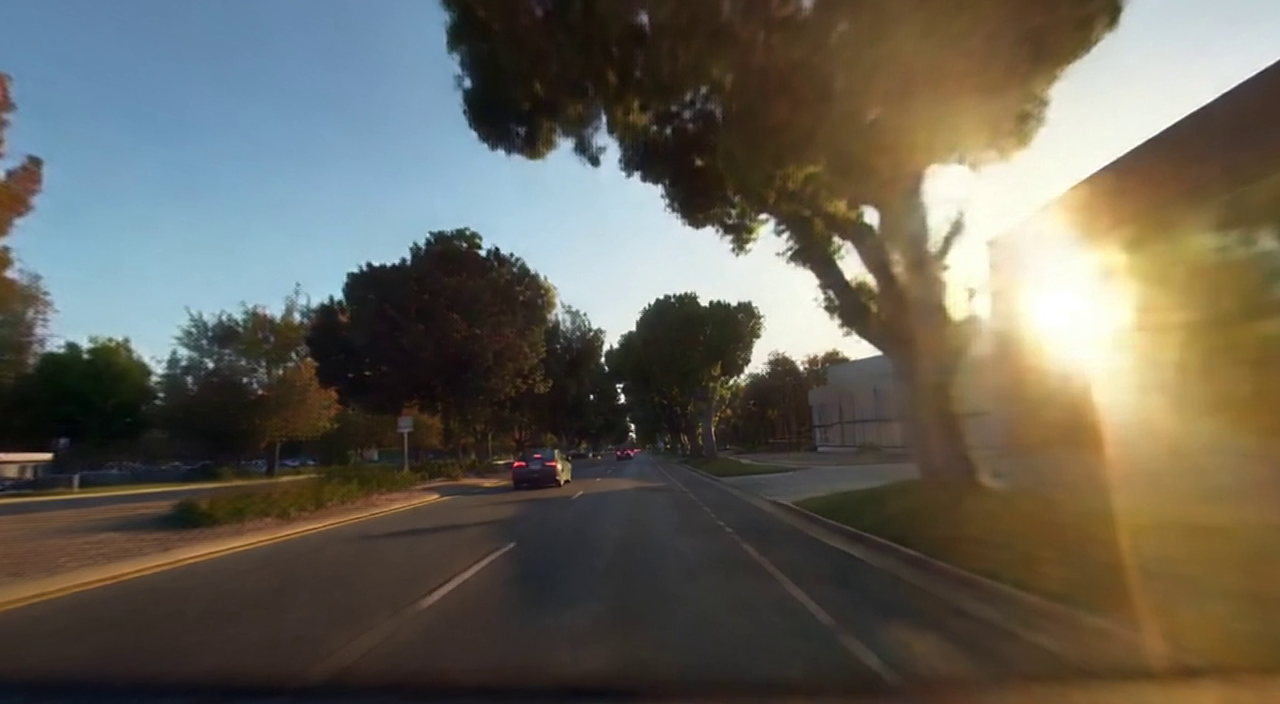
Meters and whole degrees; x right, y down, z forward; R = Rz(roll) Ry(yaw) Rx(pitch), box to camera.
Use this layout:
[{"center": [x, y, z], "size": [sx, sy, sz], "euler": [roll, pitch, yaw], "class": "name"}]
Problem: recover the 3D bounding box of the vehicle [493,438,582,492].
[{"center": [-3.402, 3.888, 22.109], "size": [2.202, 1.685, 4.772], "euler": [0, -9, 1], "class": "vehicle"}]
